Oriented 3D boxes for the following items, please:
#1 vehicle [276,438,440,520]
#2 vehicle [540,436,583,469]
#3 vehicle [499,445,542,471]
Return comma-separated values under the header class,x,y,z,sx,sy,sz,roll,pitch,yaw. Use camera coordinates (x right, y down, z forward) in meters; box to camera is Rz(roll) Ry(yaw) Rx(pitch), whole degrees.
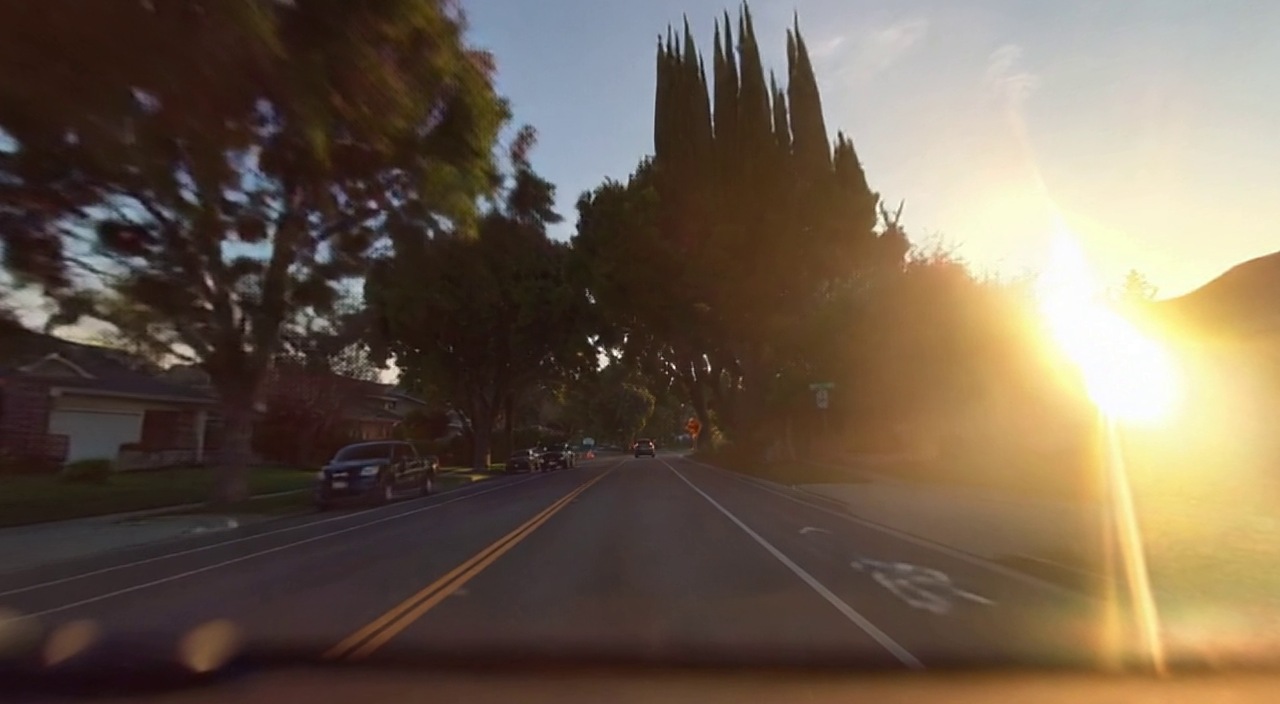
class,x,y,z,sx,sy,sz,roll,pitch,yaw
vehicle,-8.270,3.688,19.341,2.422,1.855,6.165,-4,-7,-2
vehicle,-5.685,7.372,46.487,2.517,2.323,5.205,0,-8,0
vehicle,-8.346,7.418,44.372,2.107,1.745,4.569,0,-8,0
